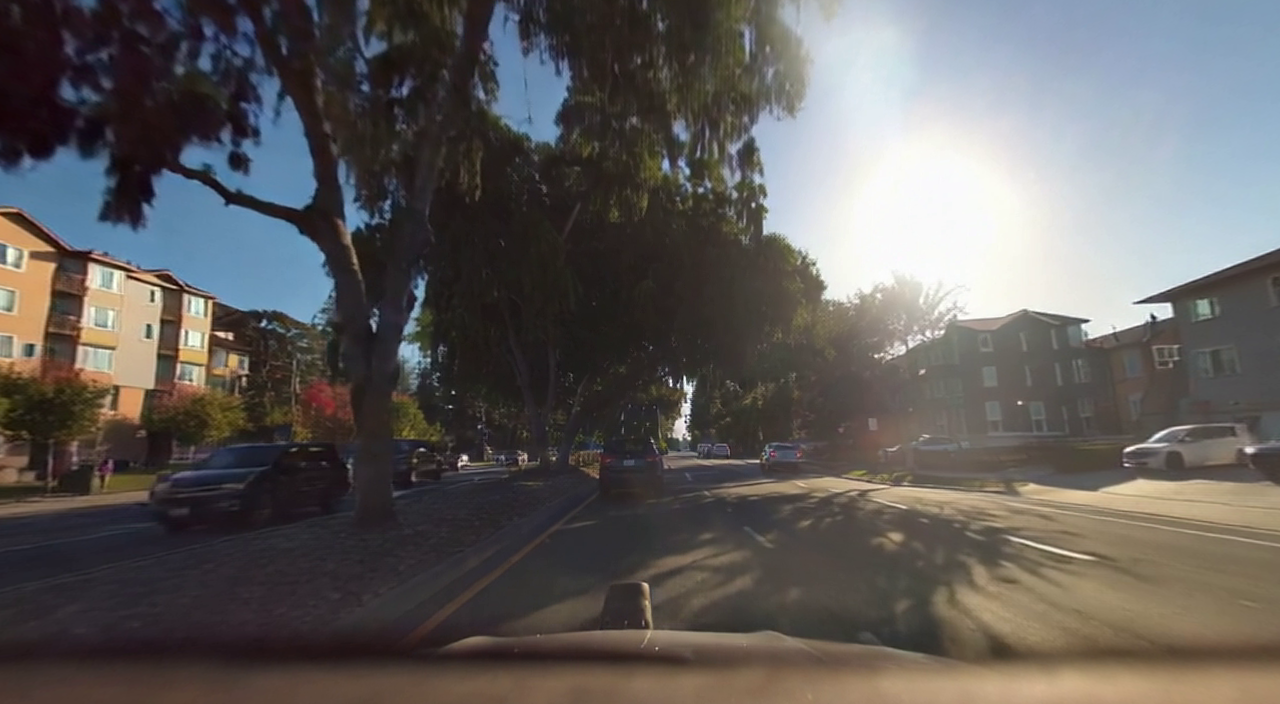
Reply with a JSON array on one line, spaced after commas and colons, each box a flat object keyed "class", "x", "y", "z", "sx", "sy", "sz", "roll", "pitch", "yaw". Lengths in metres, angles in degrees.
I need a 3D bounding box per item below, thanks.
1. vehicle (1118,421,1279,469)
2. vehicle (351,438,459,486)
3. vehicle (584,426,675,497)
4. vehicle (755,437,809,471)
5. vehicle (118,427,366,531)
[{"class": "vehicle", "x": 19.086, "y": 3.111, "z": 21.122, "sx": 4.474, "sy": 1.524, "sz": 1.893, "roll": 0, "pitch": -8, "yaw": 3}, {"class": "vehicle", "x": -10.346, "y": 4.877, "z": 28.486, "sx": 2.238, "sy": 1.906, "sz": 6.264, "roll": 0, "pitch": -8, "yaw": 3}, {"class": "vehicle", "x": -0.212, "y": 3.139, "z": 18.469, "sx": 2.332, "sy": 1.798, "sz": 4.546, "roll": 0, "pitch": -8, "yaw": 1}, {"class": "vehicle", "x": 7.600, "y": 5.490, "z": 34.161, "sx": 1.971, "sy": 1.722, "sz": 4.341, "roll": 0, "pitch": -8, "yaw": 1}, {"class": "vehicle", "x": -7.959, "y": 2.548, "z": 13.367, "sx": 2.119, "sy": 1.778, "sz": 4.760, "roll": 0, "pitch": -8, "yaw": 0}]
